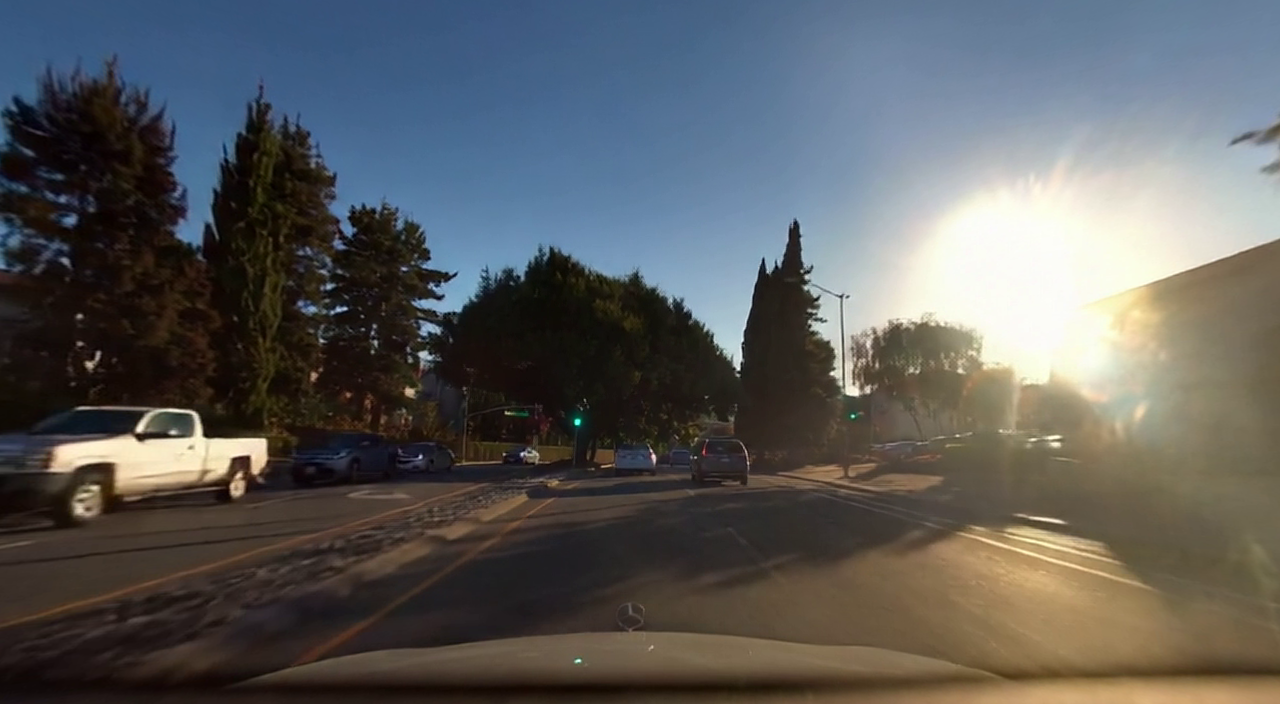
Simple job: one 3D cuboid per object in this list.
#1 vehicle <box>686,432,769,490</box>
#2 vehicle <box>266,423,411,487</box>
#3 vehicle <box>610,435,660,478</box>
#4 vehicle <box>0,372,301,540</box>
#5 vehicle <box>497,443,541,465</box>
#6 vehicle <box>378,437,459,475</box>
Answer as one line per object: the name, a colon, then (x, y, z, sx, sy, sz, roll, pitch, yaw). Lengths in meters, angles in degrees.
vehicle: (2.898, 3.729, 21.915, 2.166, 1.799, 4.372, 0, -8, -1)
vehicle: (-9.220, 3.201, 19.897, 1.893, 1.735, 5.318, 0, -8, 1)
vehicle: (-0.236, 4.849, 29.470, 2.185, 1.822, 4.391, 0, -8, -1)
vehicle: (-9.144, 1.813, 11.328, 2.037, 2.113, 7.185, 0, -8, 1)
vehicle: (-8.704, 7.385, 45.766, 1.991, 1.503, 4.688, -1, -8, 4)
vehicle: (-9.175, 4.328, 26.505, 1.829, 1.463, 4.403, 0, -8, 0)
